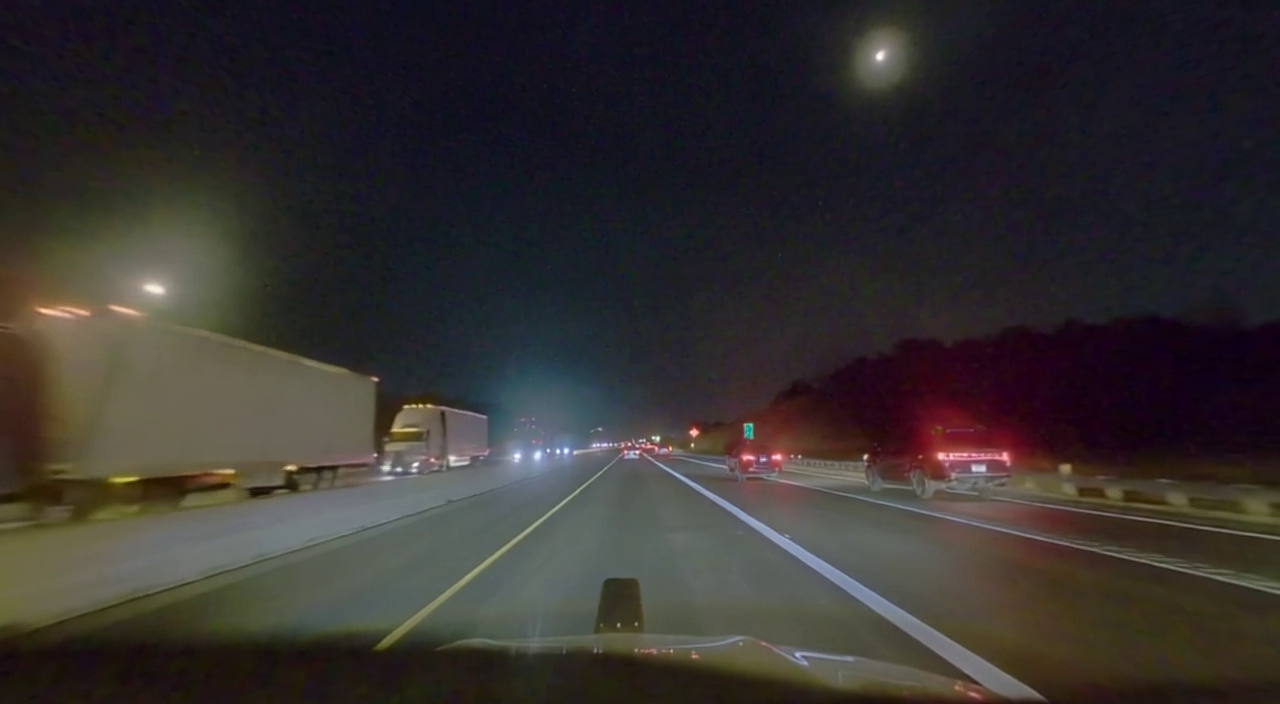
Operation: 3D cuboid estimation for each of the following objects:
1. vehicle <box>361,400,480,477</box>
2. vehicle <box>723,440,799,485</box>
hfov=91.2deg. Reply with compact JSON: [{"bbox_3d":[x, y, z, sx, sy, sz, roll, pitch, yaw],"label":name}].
[{"bbox_3d":[-13.645,5.741,40.893,2.948,4.131,13.894,0,-9,-1],"label":"vehicle"},{"bbox_3d":[4.263,3.959,22.665,1.917,1.488,3.693,0,-9,-1],"label":"vehicle"}]
